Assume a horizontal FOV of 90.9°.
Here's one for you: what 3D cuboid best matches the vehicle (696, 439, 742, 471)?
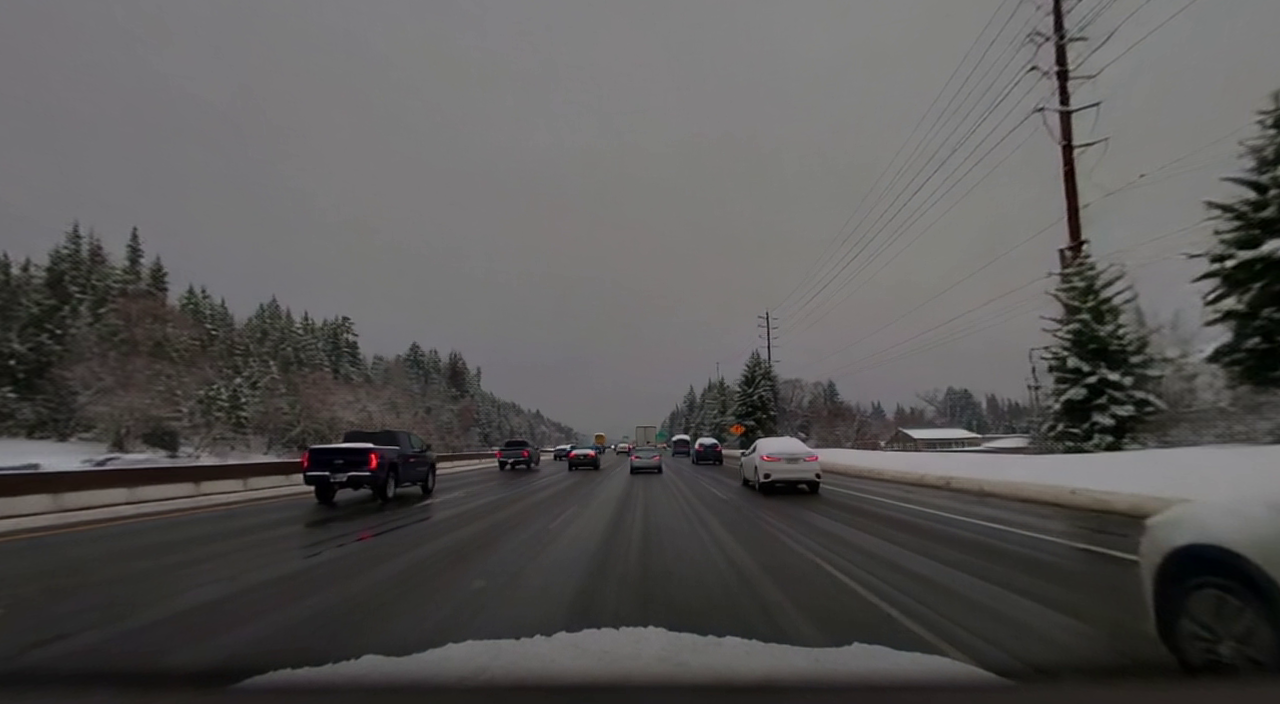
[{"bbox_3d":[4.623,6.099,37.563,2.195,1.778,4.455,0,-9,1],"label":"vehicle"}]

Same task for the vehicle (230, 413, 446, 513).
[{"bbox_3d":[-6.838,2.618,15.355,2.269,1.936,5.777,0,-9,2],"label":"vehicle"}]

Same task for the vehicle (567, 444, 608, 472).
[{"bbox_3d":[-2.950,6.019,36.103,1.904,1.479,4.274,0,-9,1],"label":"vehicle"}]

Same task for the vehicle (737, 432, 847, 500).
[{"bbox_3d":[4.131,3.169,17.930,2.002,1.691,4.290,0,-9,0],"label":"vehicle"}]

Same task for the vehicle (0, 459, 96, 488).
[{"bbox_3d":[-34.237,6.996,36.586,1.703,1.479,3.957,0,-9,1],"label":"vehicle"}]

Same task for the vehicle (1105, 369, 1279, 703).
[{"bbox_3d":[3.615,0.682,1.299,2.051,1.595,4.301,0,-9,1],"label":"vehicle"}]

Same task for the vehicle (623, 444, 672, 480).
[{"bbox_3d":[0.316,4.714,27.296,1.966,1.444,3.986,0,-9,0],"label":"vehicle"}]

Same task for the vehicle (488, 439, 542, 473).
[{"bbox_3d":[-6.655,5.583,34.005,1.978,1.680,4.263,0,-9,1],"label":"vehicle"}]
